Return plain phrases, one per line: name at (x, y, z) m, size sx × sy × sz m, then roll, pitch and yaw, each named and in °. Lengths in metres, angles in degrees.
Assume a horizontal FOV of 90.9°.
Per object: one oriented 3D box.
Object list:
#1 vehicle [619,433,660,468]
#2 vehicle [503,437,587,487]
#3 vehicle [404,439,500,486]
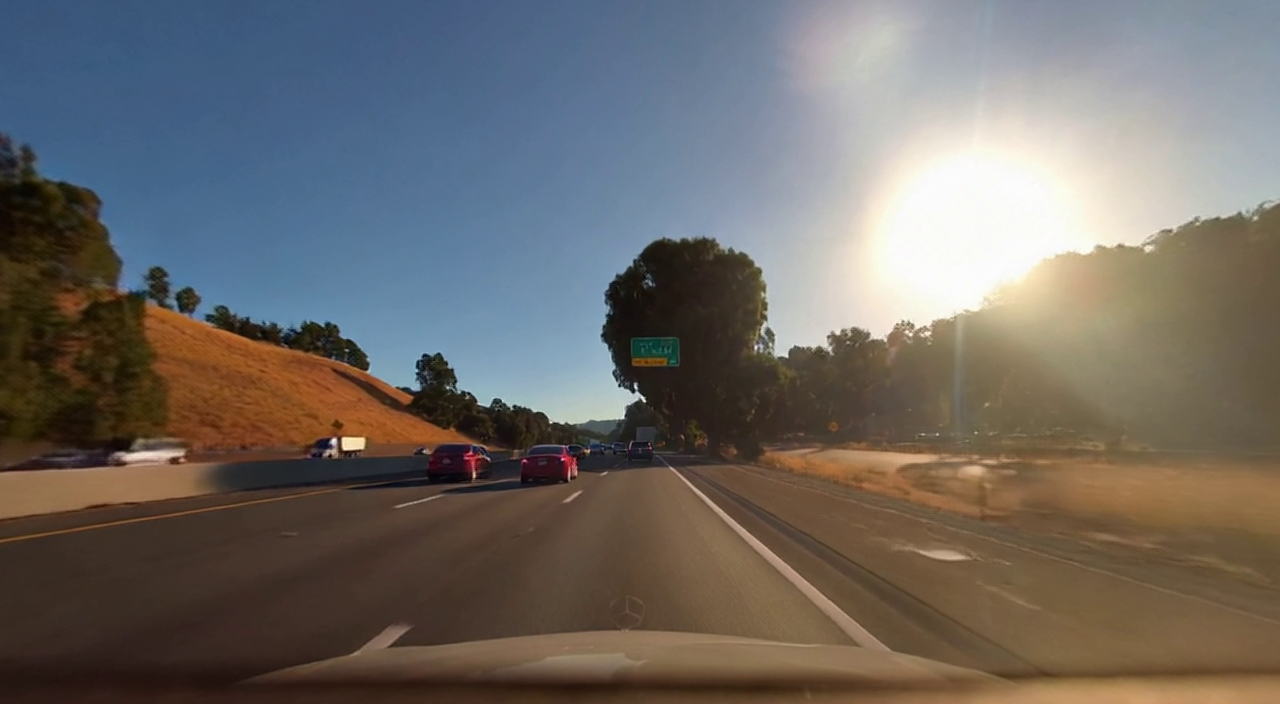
vehicle at (-0.018, 6.003, 38.574) m, size 2.309 × 1.915 × 5.130 m, roll -1°, pitch -8°, yaw 1°
vehicle at (-3.278, 3.924, 22.934) m, size 2.139 × 1.589 × 5.102 m, roll -1°, pitch -8°, yaw 1°
vehicle at (-6.763, 4.011, 23.271) m, size 2.009 × 1.519 × 4.697 m, roll -1°, pitch -8°, yaw 1°
